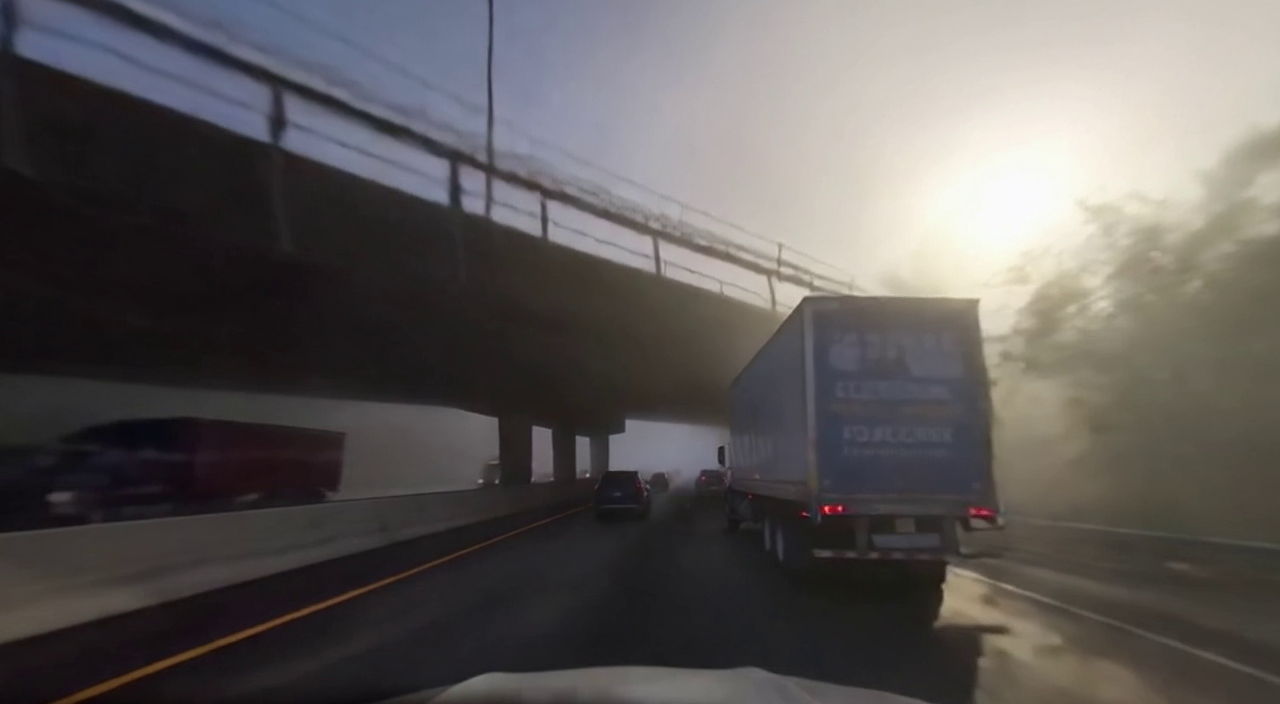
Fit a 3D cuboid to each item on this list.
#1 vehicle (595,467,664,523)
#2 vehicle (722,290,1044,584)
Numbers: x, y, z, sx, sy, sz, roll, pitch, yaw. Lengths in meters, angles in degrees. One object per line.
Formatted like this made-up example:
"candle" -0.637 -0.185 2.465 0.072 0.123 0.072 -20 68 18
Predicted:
"vehicle" -0.230 4.897 22.044 2.124 1.653 4.857 0 -10 2
"vehicle" 3.722 1.897 12.969 2.980 3.834 9.423 0 -10 1
